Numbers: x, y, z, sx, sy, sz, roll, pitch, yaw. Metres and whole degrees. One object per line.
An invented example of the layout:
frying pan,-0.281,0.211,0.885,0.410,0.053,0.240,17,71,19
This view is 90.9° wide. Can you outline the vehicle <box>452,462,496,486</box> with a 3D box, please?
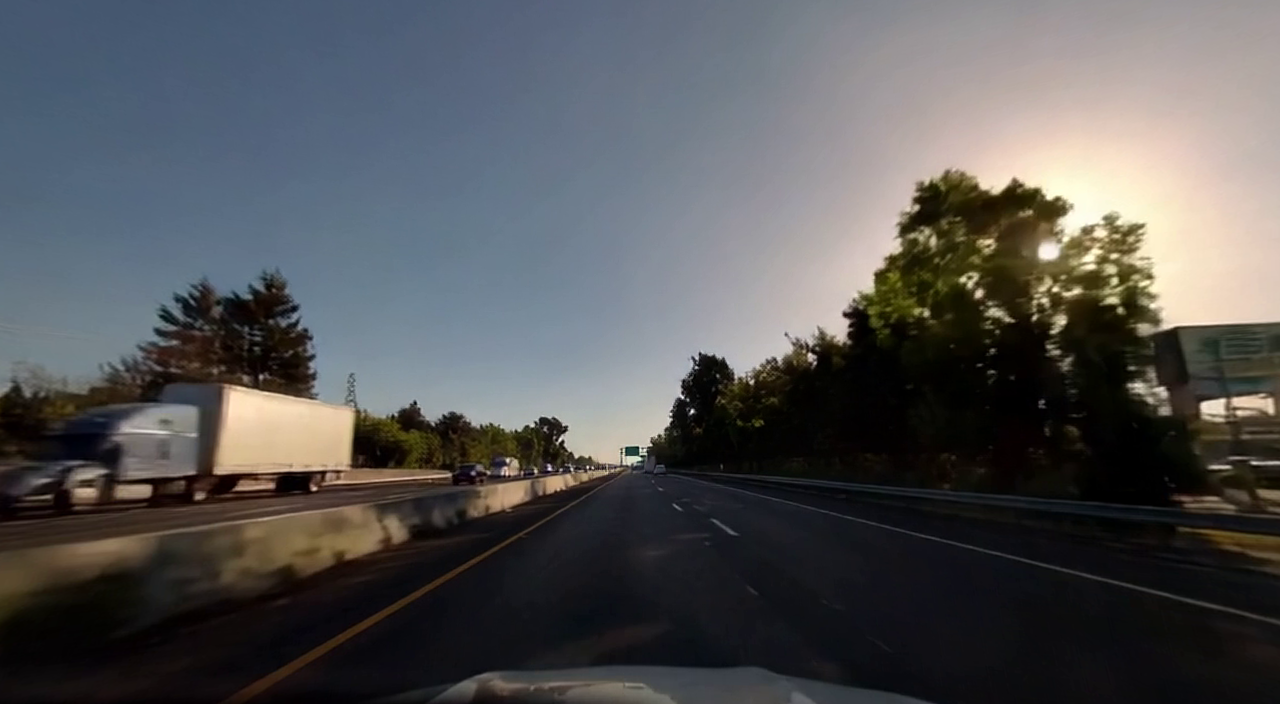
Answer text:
vehicle,-11.479,8.458,43.906,1.908,1.534,4.313,1,-10,-1
